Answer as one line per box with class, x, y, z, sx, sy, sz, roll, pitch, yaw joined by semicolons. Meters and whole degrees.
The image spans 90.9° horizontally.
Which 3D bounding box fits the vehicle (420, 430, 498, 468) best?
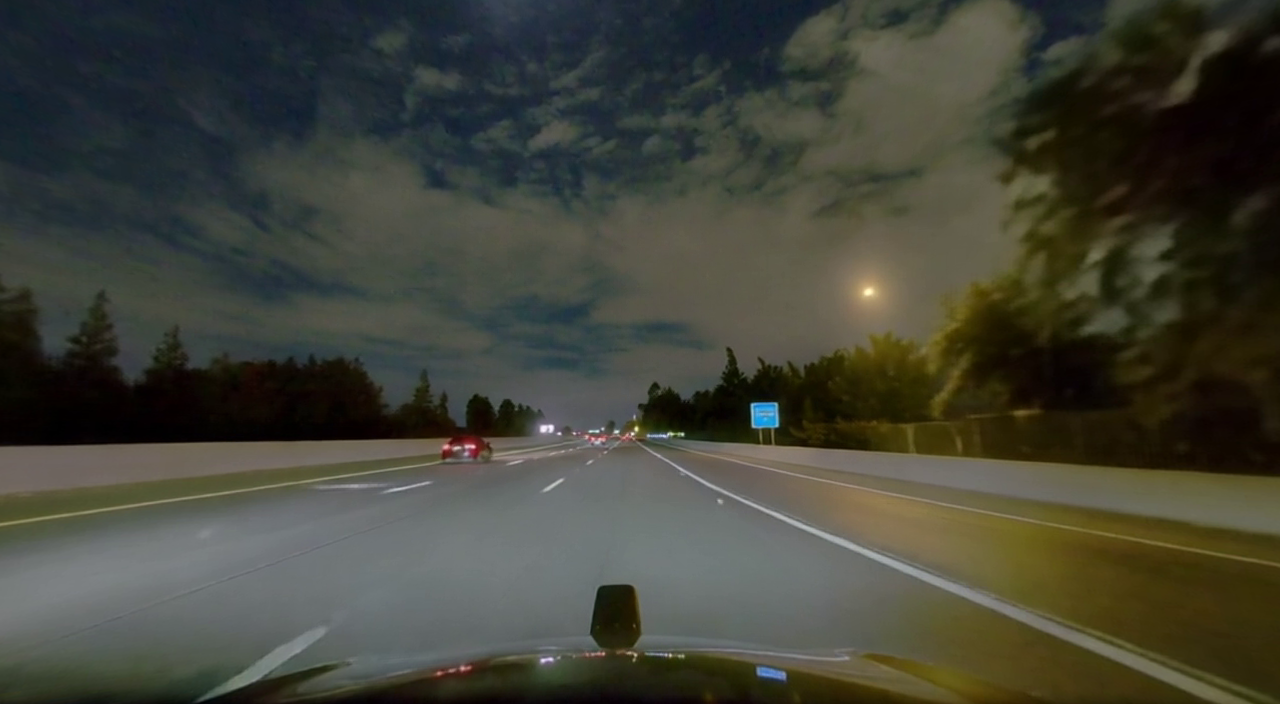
vehicle;-8.260;4.436;29.286;2.092;1.574;5.251;0;-7;0
